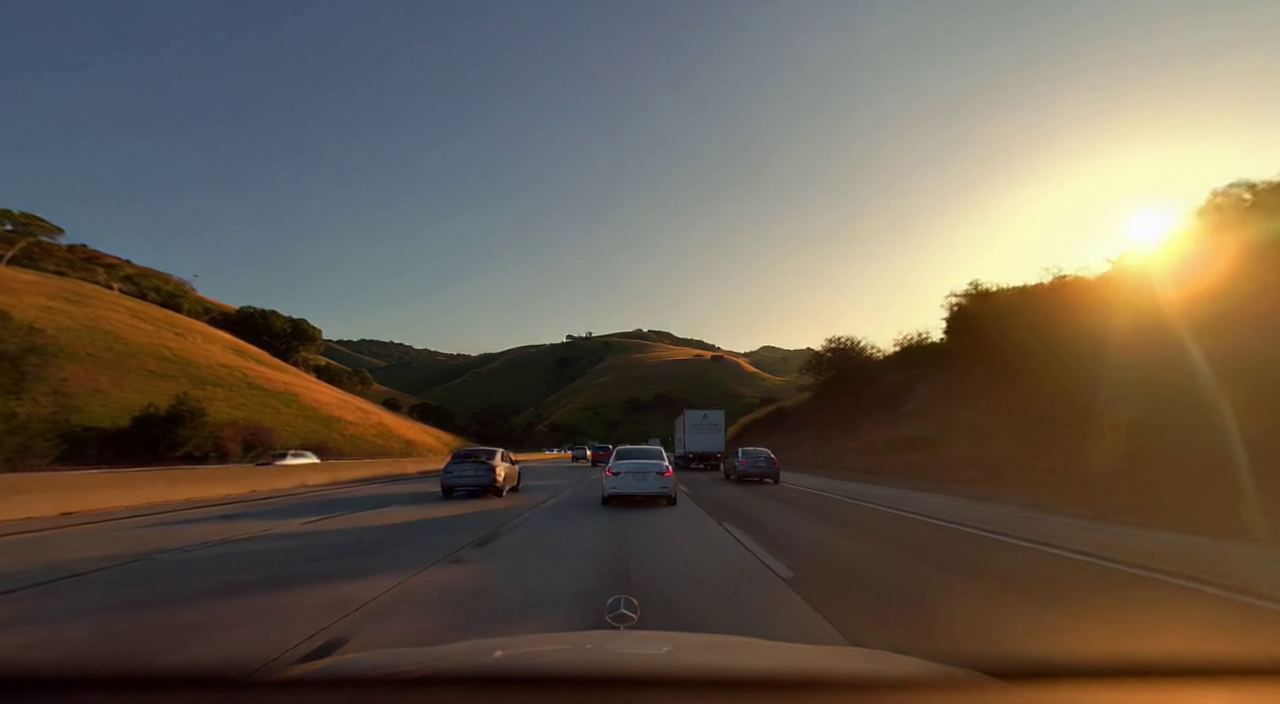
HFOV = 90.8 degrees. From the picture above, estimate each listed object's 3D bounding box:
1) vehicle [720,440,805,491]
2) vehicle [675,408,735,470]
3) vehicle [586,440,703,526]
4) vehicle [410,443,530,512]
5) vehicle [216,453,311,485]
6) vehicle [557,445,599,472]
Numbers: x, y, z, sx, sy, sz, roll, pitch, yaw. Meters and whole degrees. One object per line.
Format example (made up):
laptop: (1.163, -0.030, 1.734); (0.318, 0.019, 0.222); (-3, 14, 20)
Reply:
vehicle: (4.148, 3.934, 22.142); (2.029, 1.579, 4.484); (0, -9, -1)
vehicle: (4.701, 6.967, 49.441); (3.194, 4.038, 16.301); (0, -9, 1)
vehicle: (0.086, 2.591, 12.932); (2.041, 1.484, 3.535); (0, -9, 0)
vehicle: (-4.092, 3.075, 15.870); (1.848, 1.486, 3.832); (0, -9, 1)
vehicle: (-18.905, 5.869, 31.980); (1.871, 1.464, 4.572); (-1, -9, 2)
vehicle: (-4.036, 7.012, 41.801); (2.211, 1.669, 4.224); (0, -9, 1)
